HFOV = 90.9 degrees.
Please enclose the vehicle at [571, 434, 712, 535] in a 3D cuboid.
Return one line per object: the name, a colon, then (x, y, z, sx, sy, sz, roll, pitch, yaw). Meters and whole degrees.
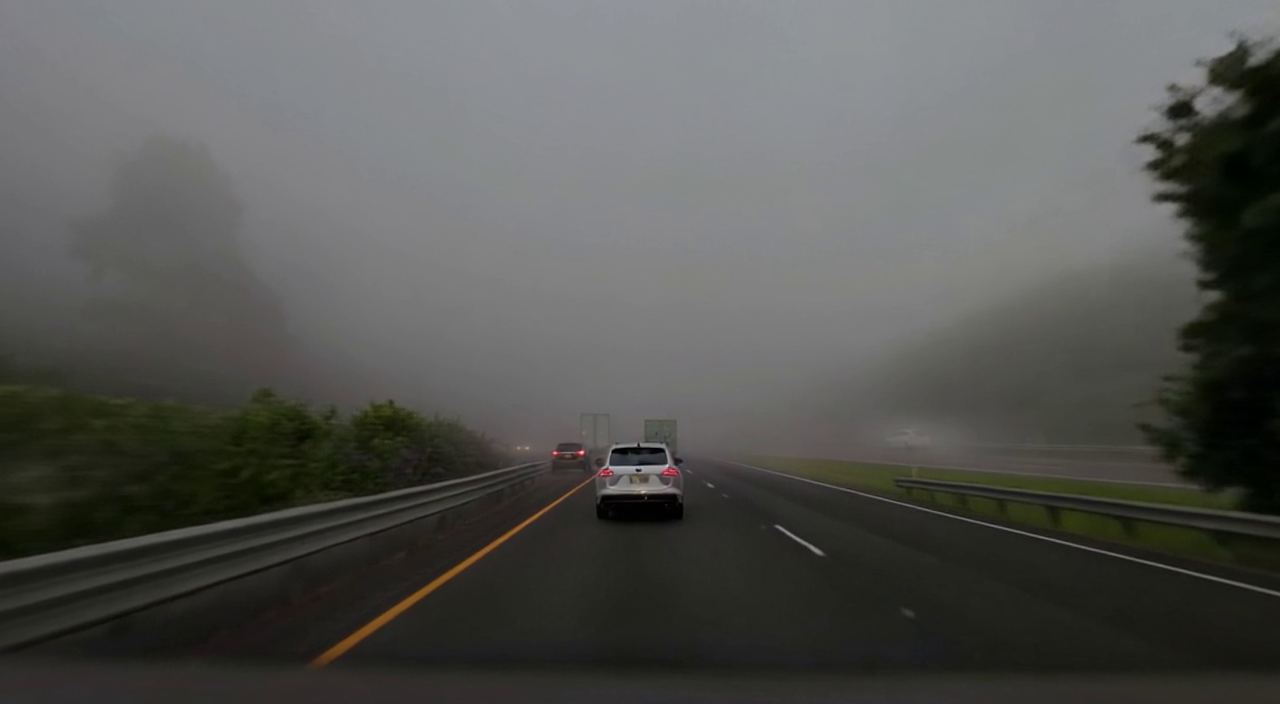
vehicle: (-0.004, 2.257, 11.276, 2.057, 1.449, 3.931, 0, -9, -1)
